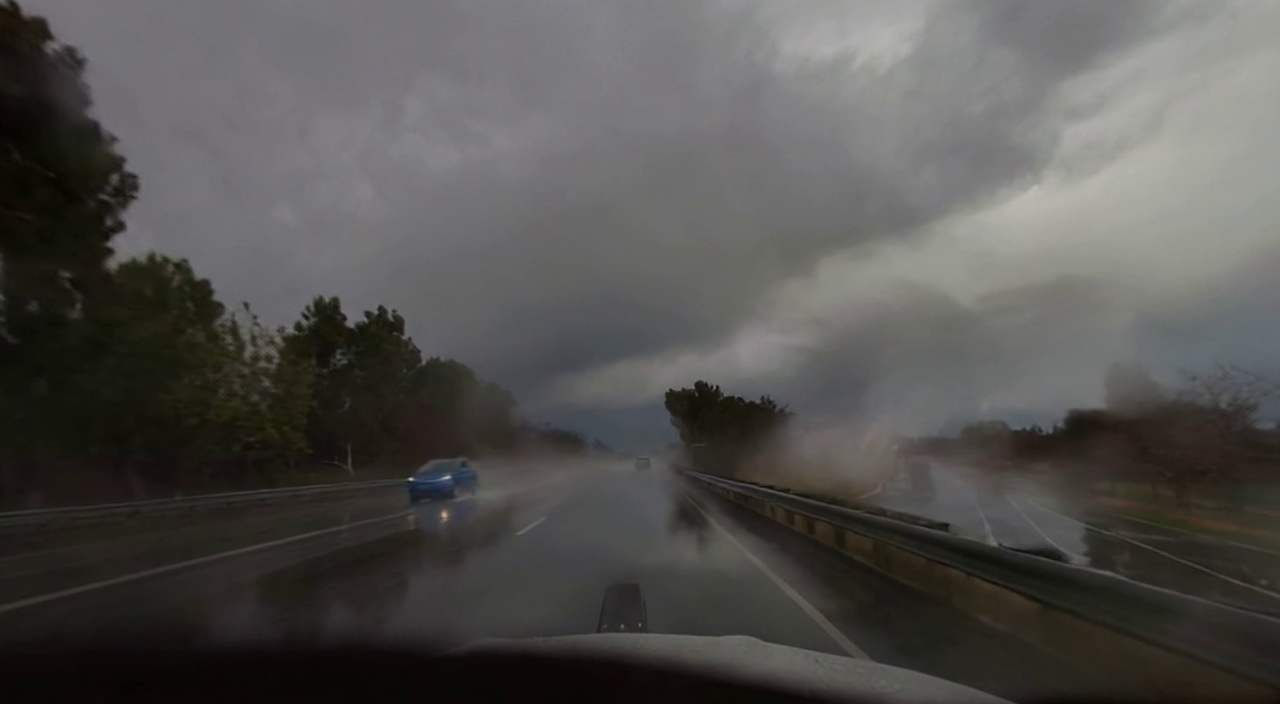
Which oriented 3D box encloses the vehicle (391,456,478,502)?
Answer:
[{"bbox_3d":[-7.743,4.798,24.140,2.003,1.554,3.757,0,-9,1],"label":"vehicle"}]
